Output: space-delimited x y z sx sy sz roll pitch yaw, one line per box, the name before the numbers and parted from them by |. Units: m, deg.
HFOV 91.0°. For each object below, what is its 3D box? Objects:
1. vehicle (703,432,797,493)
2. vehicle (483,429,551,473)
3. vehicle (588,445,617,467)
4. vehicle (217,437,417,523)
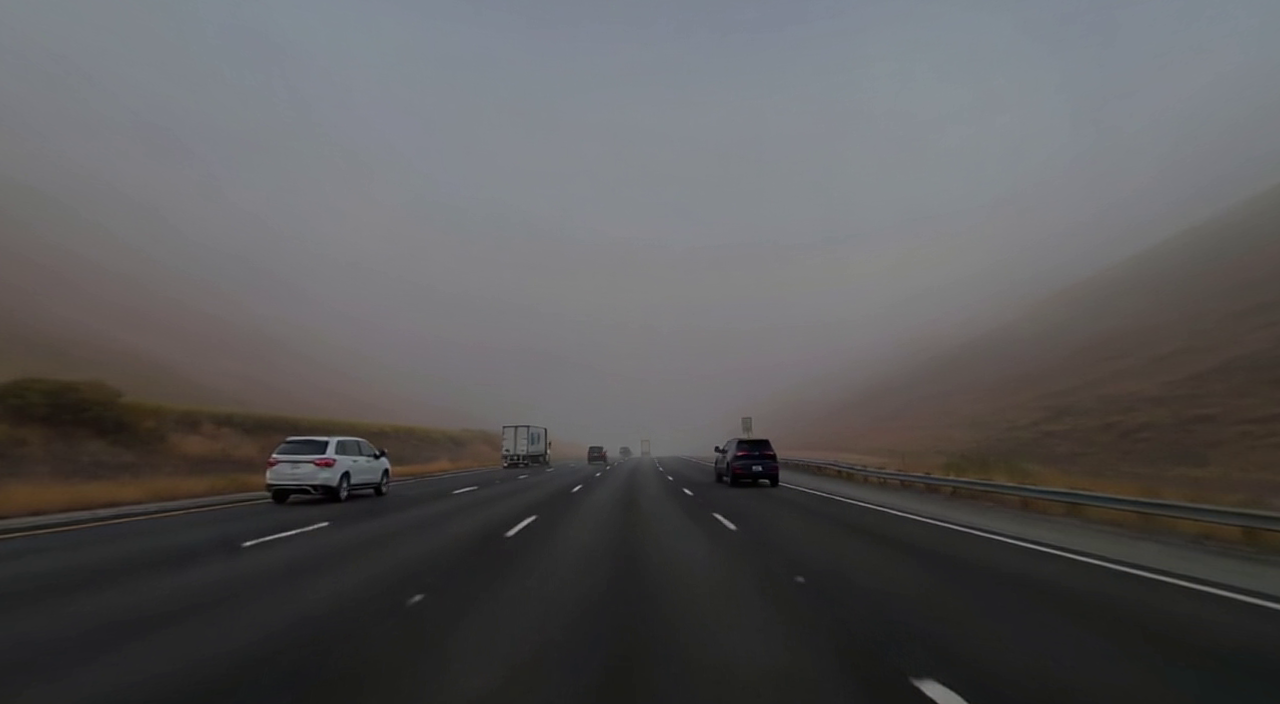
vehicle | 3.465 3.604 20.851 2.231 1.789 4.700 0 -9 0
vehicle | -7.627 6.308 40.114 2.937 2.509 7.090 0 -9 -1
vehicle | -2.850 7.943 48.345 2.009 1.593 4.378 0 -9 0
vehicle | -6.787 2.724 14.032 1.935 1.550 4.883 0 -9 -1
